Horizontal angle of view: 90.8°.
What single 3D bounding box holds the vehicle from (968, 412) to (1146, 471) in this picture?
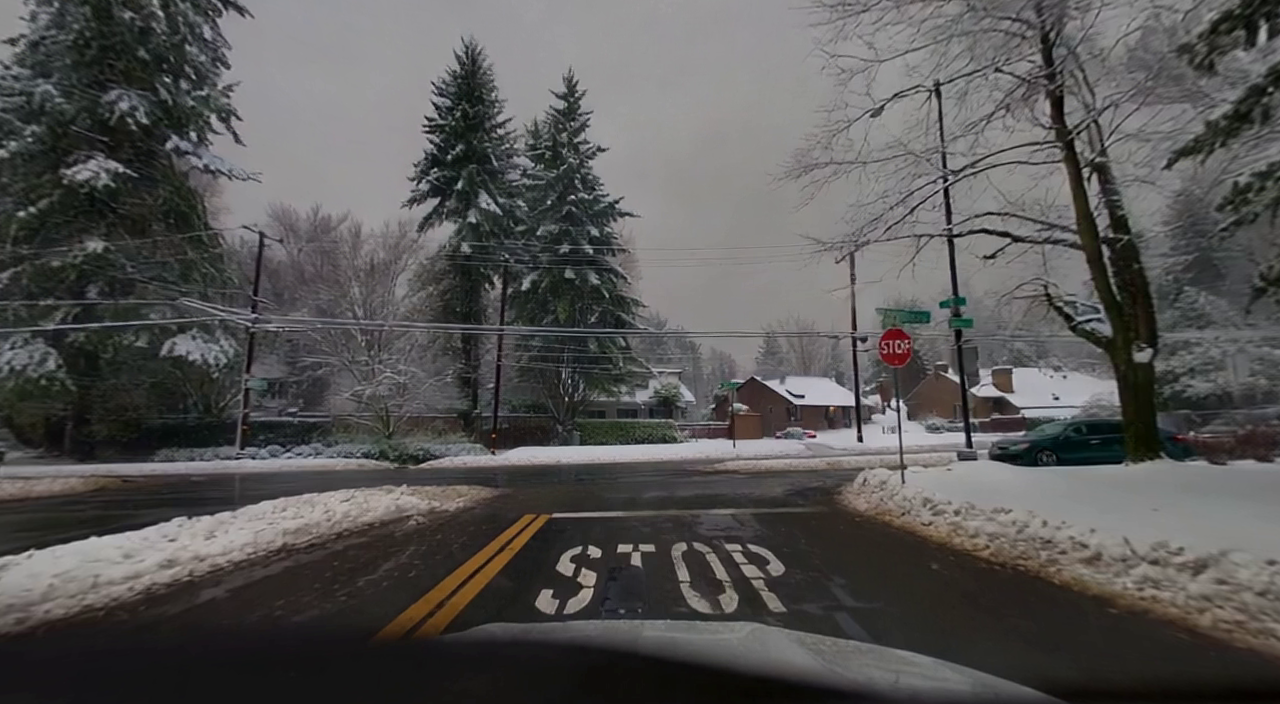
[{"bbox_3d":[12.902,2.787,19.707,4.208,1.685,2.014,1,-8,-7],"label":"vehicle"}]
